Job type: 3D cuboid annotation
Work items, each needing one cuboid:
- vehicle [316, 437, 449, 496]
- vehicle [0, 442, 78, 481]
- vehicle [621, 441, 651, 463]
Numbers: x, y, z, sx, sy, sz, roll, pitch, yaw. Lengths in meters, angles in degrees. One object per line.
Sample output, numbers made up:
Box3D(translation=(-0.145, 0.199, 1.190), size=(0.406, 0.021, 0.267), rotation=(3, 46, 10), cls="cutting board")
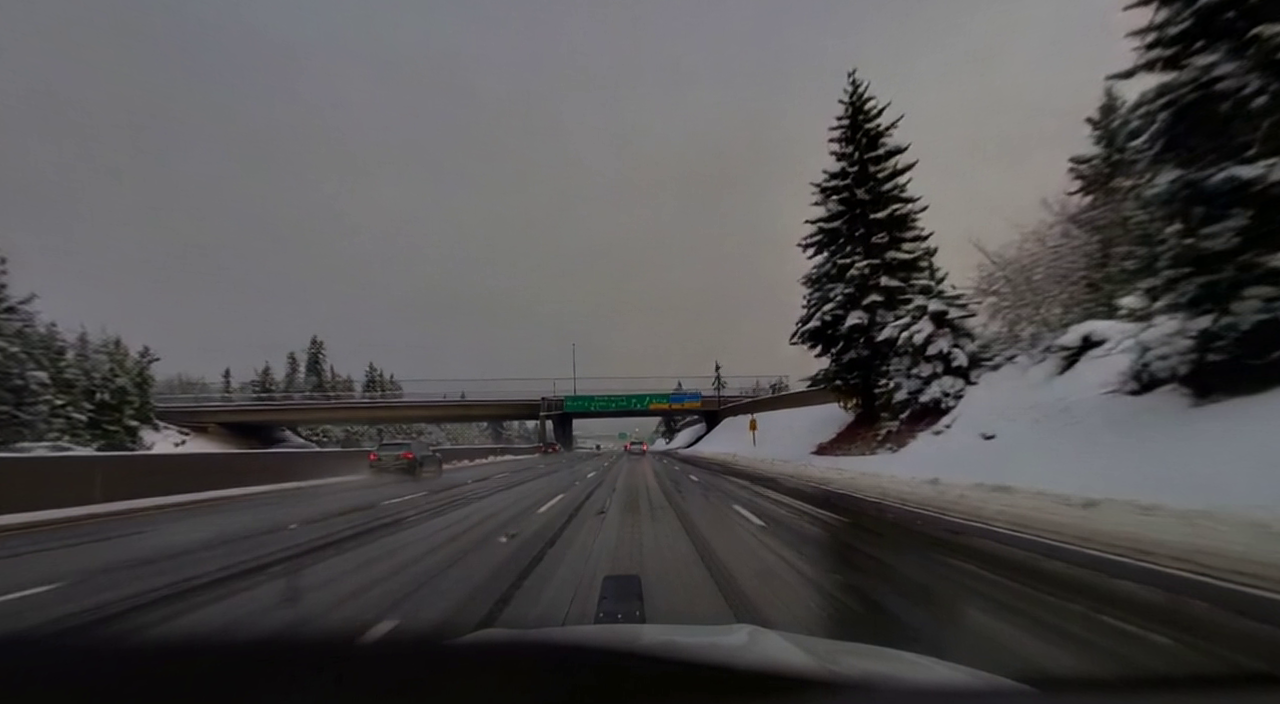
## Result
Box3D(translation=(-7.370, 3.316, 18.737), size=(1.994, 1.487, 4.605), rotation=(0, -8, 0), cls="vehicle")
Box3D(translation=(-28.444, 4.943, 28.616), size=(1.990, 1.650, 4.403), rotation=(0, -9, 0), cls="vehicle")
Box3D(translation=(-0.318, 7.403, 46.968), size=(2.086, 1.472, 4.168), rotation=(0, -8, -1), cls="vehicle")
